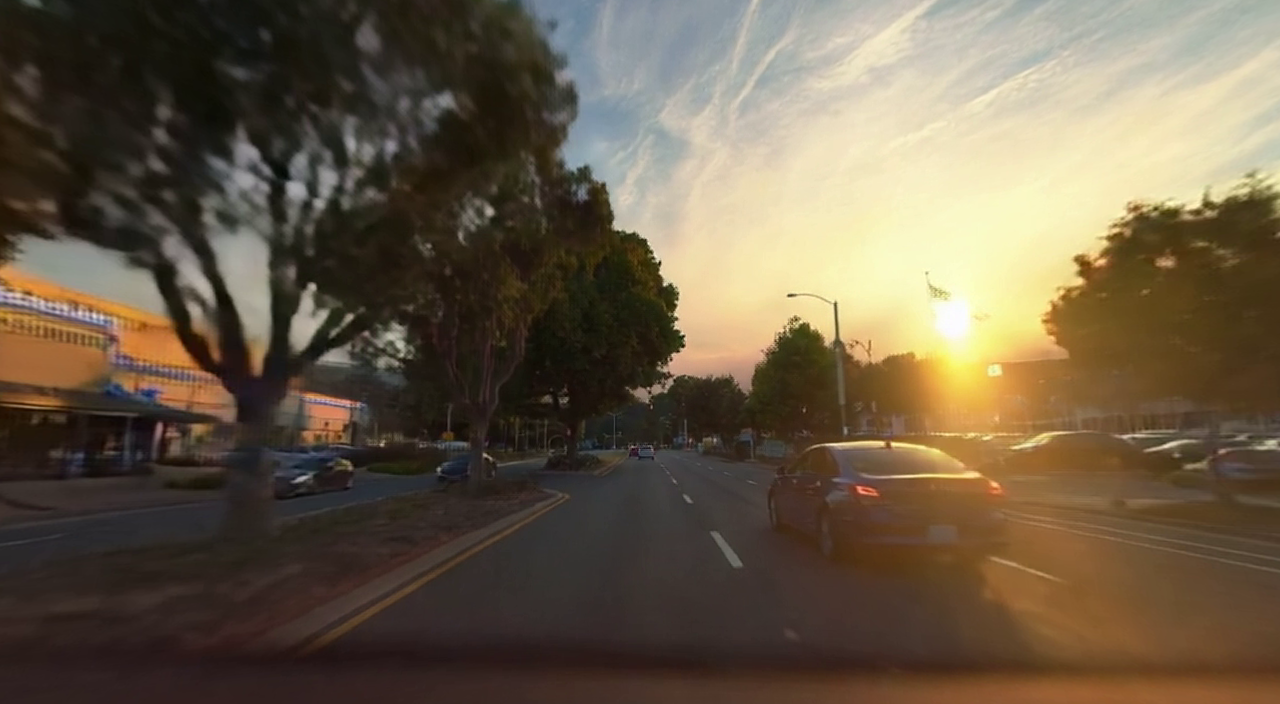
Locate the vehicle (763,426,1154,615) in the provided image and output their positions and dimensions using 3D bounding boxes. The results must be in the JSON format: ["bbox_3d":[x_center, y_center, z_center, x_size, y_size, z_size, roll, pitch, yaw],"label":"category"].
[{"bbox_3d":[3.002,1.690,7.420,2.091,1.472,4.697,0,-8,-1],"label":"vehicle"}]

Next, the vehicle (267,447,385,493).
[{"bbox_3d":[-11.430,4.300,23.355,1.938,1.487,4.623,0,-8,1],"label":"vehicle"}]

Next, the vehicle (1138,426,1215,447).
[{"bbox_3d":[39.298,6.235,46.319,1.800,1.432,4.691,-1,-8,4],"label":"vehicle"}]

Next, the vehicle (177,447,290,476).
[{"bbox_3d":[-23.189,6.245,36.101,4.980,1.521,2.089,0,-8,0],"label":"vehicle"}]

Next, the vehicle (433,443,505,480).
[{"bbox_3d":[-7.683,4.944,28.759,1.904,1.501,4.313,-1,-9,2],"label":"vehicle"}]

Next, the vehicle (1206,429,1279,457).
[{"bbox_3d":[34.191,4.993,34.505,1.988,1.455,4.878,0,-8,3],"label":"vehicle"}]
